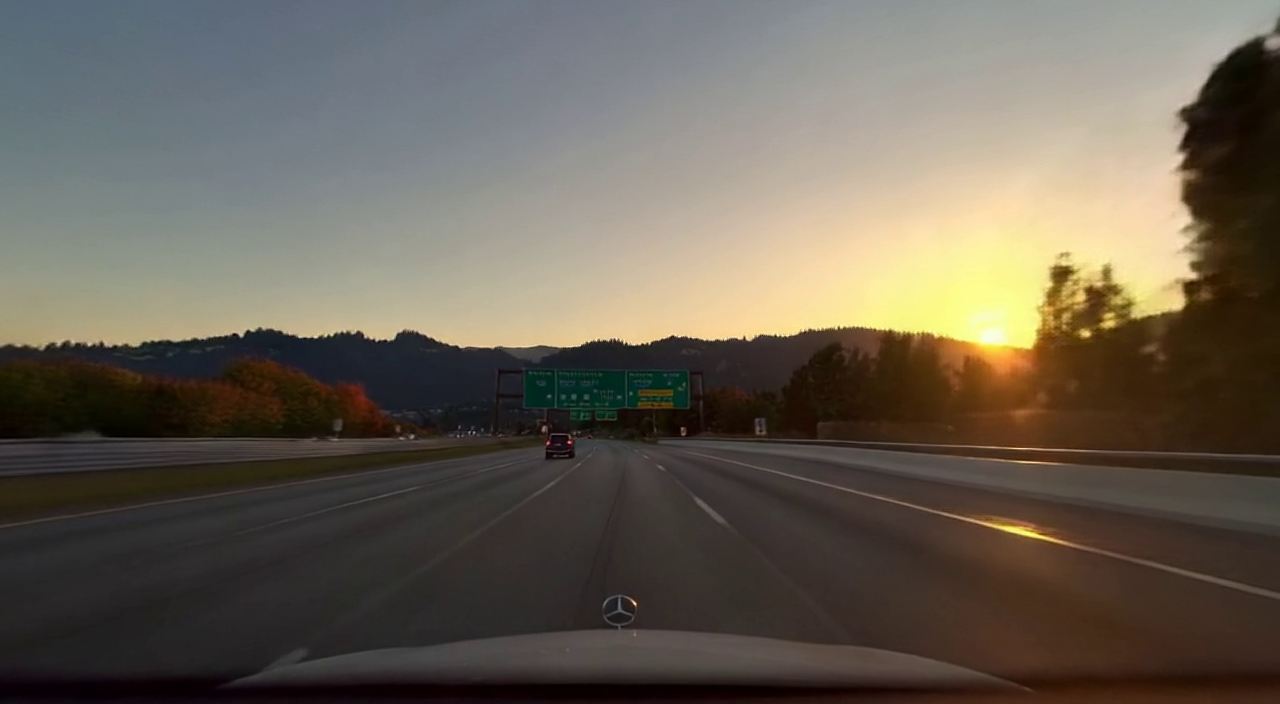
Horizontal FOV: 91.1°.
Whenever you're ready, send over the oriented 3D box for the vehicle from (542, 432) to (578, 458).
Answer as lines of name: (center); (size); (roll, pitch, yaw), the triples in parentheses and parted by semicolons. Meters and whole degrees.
vehicle: (-5.061, 5.912, 40.255); (1.878, 1.548, 3.966); (0, -8, -1)
